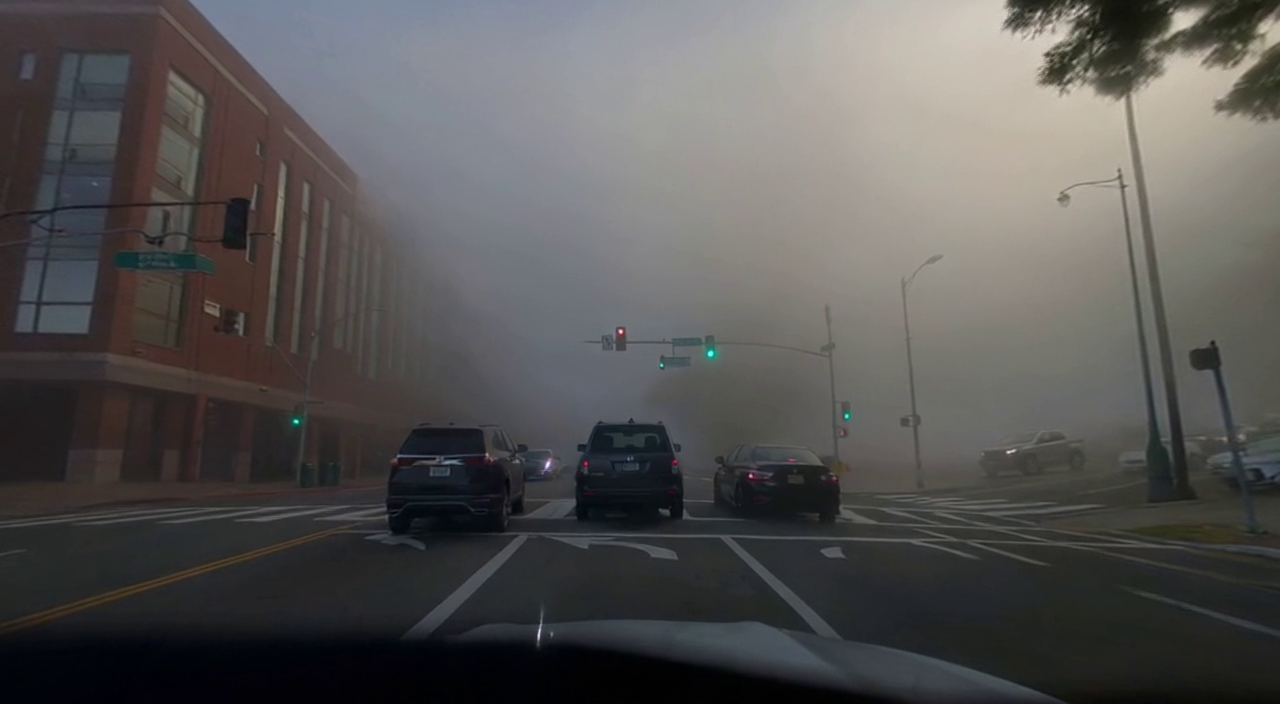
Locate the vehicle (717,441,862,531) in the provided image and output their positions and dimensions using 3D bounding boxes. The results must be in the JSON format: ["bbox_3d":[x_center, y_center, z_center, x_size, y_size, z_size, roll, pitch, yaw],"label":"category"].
[{"bbox_3d":[2.741,2.539,12.597,1.852,1.462,4.155,0,-8,0],"label":"vehicle"}]

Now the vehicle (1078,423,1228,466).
[{"bbox_3d":[20.822,3.784,25.782,4.355,1.663,1.948,0,-8,0],"label":"vehicle"}]

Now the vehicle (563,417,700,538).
[{"bbox_3d":[-0.183,2.265,12.045,2.105,1.842,4.537,0,-8,-1],"label":"vehicle"}]

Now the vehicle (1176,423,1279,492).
[{"bbox_3d":[17.356,2.829,16.816,4.547,1.720,1.624,0,-12,-1],"label":"vehicle"}]

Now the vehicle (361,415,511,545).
[{"bbox_3d":[-3.352,2.142,11.233,1.855,1.812,4.244,1,-9,-9],"label":"vehicle"}]
